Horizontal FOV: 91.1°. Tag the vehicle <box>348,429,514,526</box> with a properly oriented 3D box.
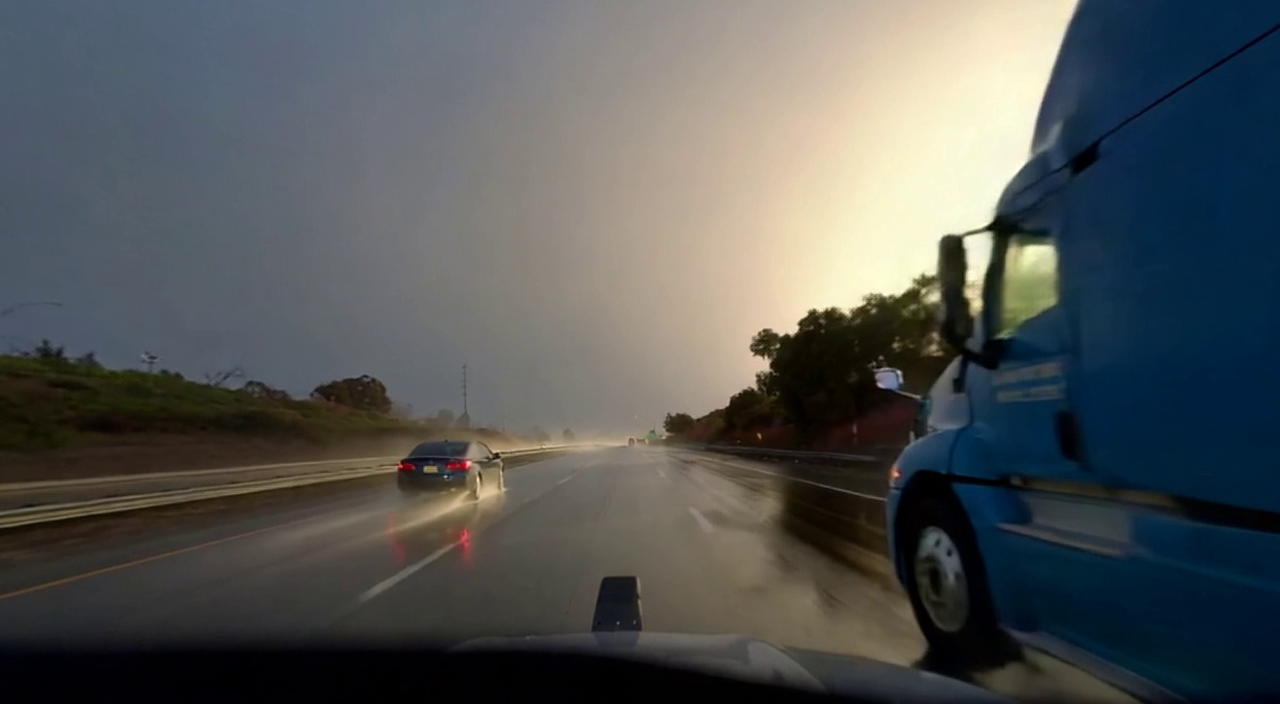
[{"bbox_3d":[-4.107,2.520,13.274,2.063,1.661,4.439,1,-8,-2],"label":"vehicle"}]
